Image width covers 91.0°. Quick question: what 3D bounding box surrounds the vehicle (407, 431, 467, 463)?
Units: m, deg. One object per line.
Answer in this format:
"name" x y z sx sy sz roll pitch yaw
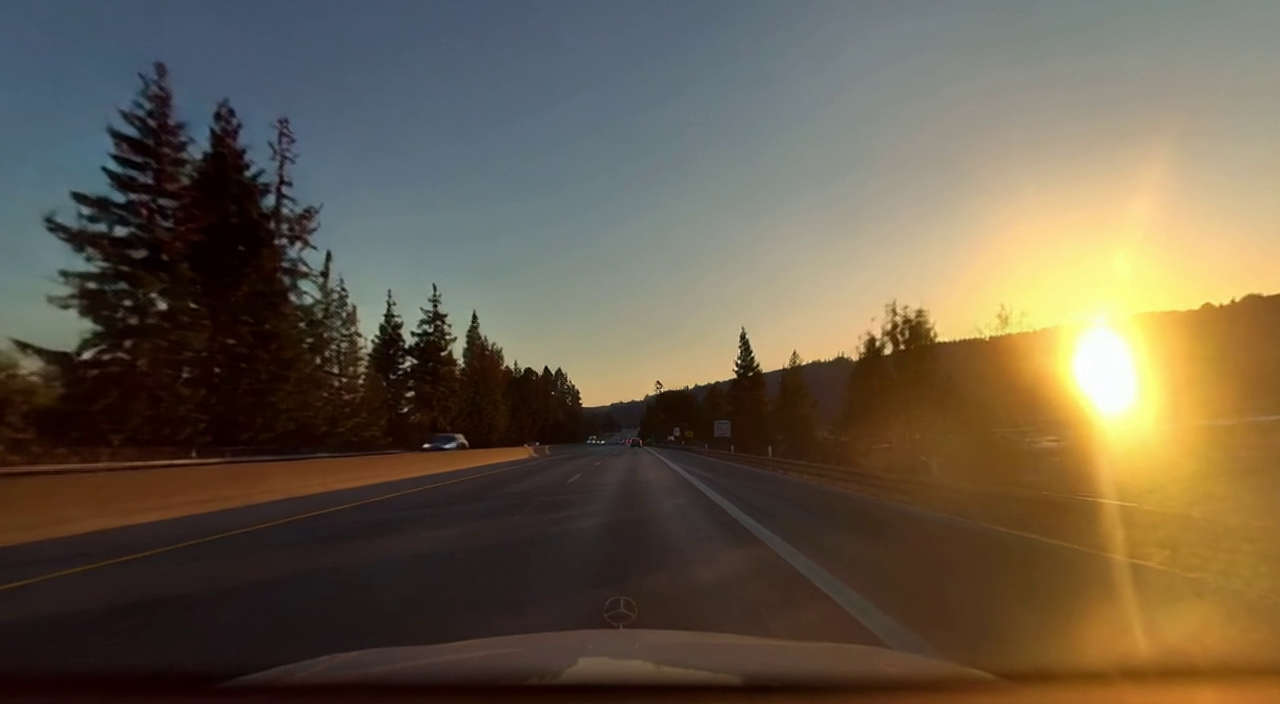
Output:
"vehicle" -12.444 5.869 39.009 2.105 1.870 4.833 0 -8 0
